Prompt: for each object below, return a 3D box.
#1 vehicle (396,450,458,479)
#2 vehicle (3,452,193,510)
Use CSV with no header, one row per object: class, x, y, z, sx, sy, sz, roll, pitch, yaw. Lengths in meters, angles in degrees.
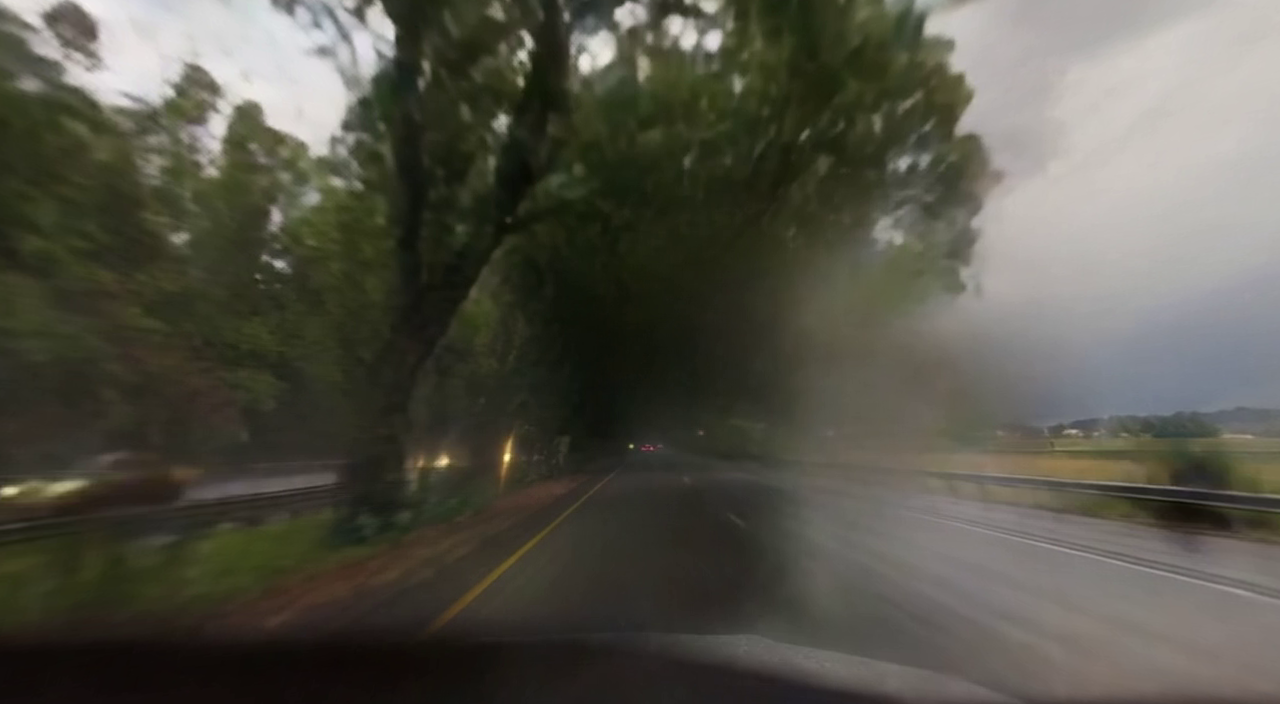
vehicle,-11.375,6.004,33.874,1.864,1.452,3.968,0,-9,1
vehicle,-15.420,3.644,18.264,1.923,1.484,3.949,0,-9,1
